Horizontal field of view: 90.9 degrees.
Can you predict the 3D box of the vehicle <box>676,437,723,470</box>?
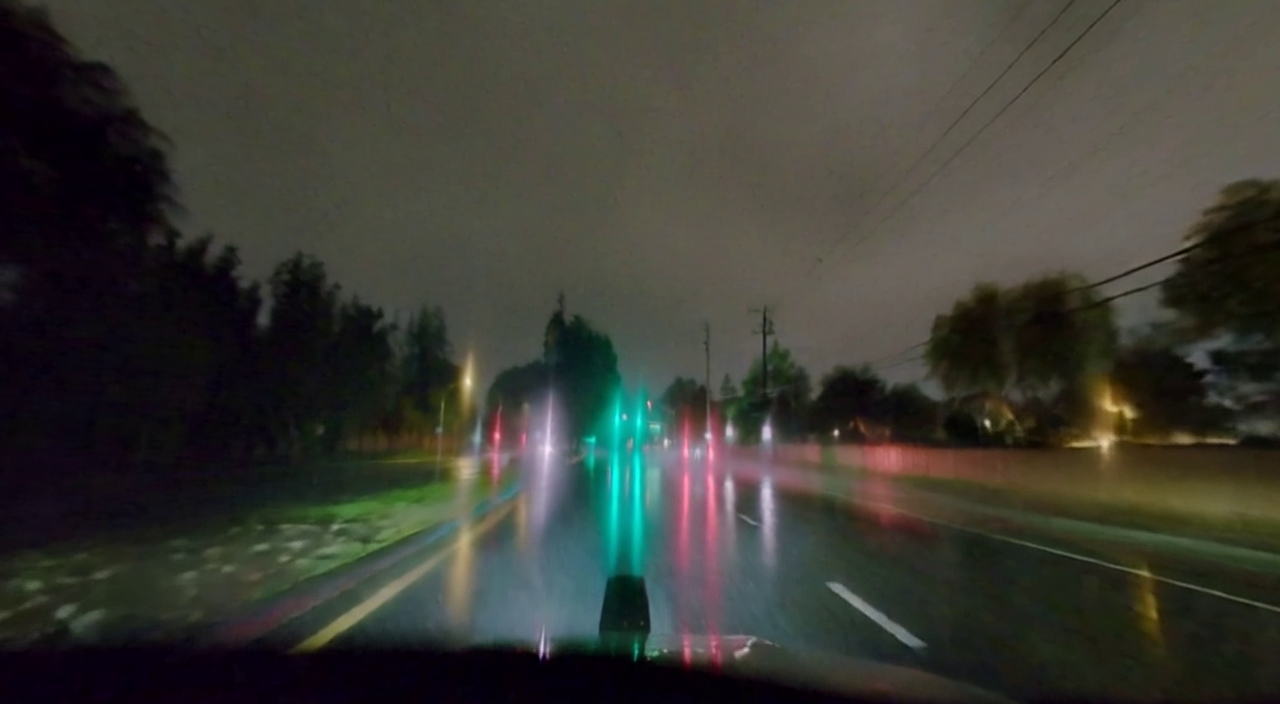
[{"bbox_3d":[3.476,5.994,37.515,2.240,1.781,4.433,0,-8,-1],"label":"vehicle"}]
